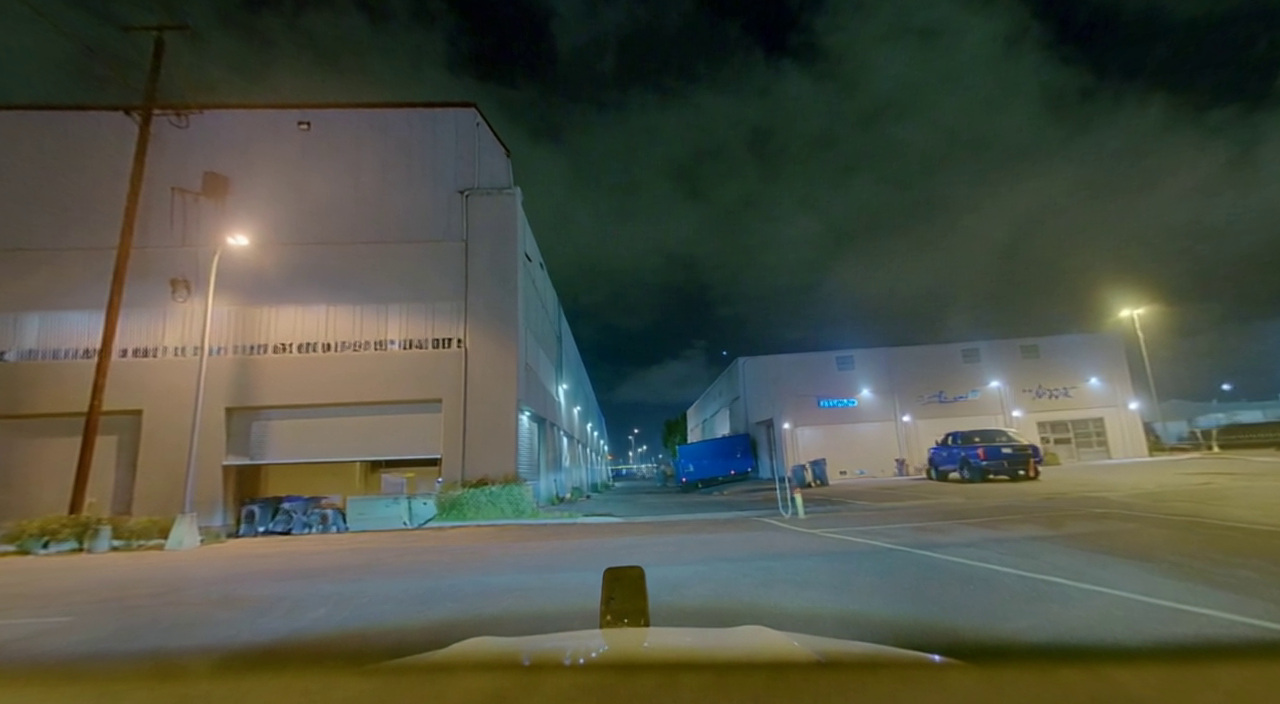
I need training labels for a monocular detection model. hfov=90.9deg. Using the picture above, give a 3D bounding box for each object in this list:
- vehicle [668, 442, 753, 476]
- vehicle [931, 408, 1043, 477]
[{"bbox_3d":[4.566,7.014,41.309,5.207,2.103,1.997,0,-8,-5],"label":"vehicle"},{"bbox_3d":[17.250,4.684,31.849,2.298,3.004,6.271,-4,-11,5],"label":"vehicle"}]
